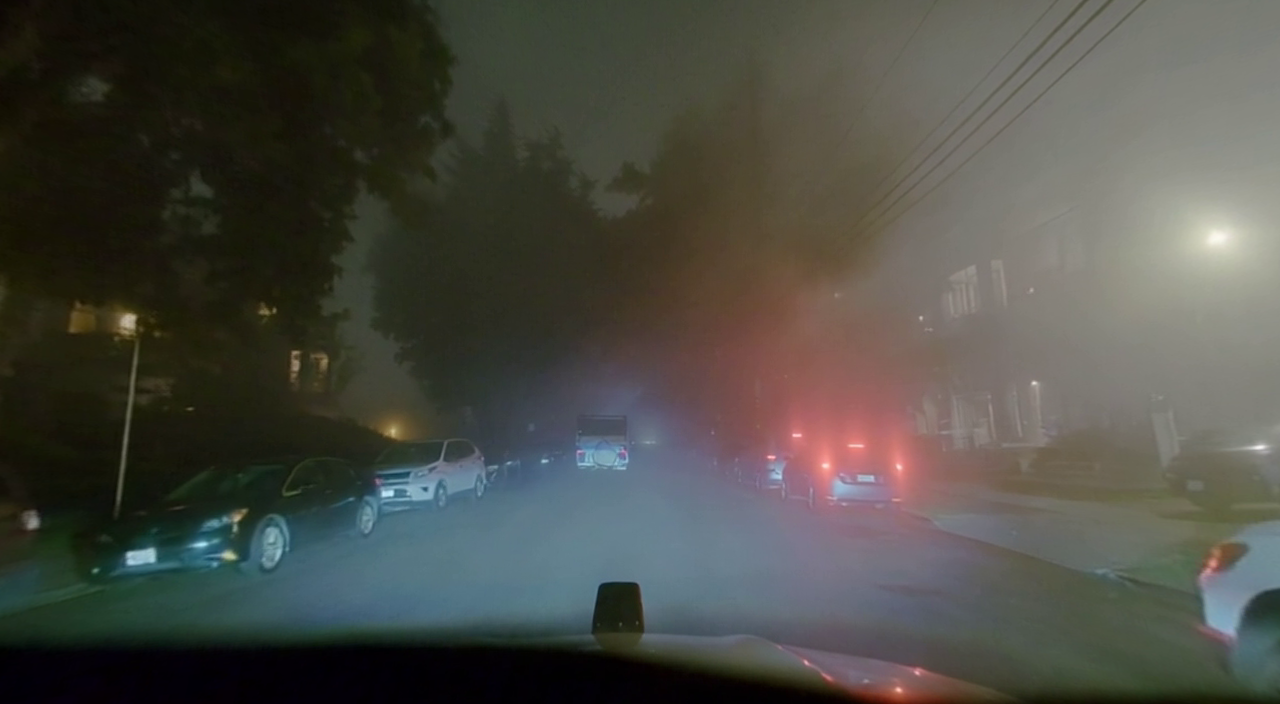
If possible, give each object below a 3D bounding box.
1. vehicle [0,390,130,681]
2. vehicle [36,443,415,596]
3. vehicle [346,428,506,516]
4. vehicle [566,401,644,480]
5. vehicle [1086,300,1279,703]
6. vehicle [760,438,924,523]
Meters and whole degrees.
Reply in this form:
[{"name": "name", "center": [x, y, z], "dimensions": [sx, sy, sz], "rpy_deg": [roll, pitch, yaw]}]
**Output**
[{"name": "vehicle", "center": [-5.091, 0.926, 2.413], "dimensions": [2.203, 1.815, 4.972], "rpy_deg": [0, -8, -2]}, {"name": "vehicle", "center": [-4.937, 1.995, 8.636], "dimensions": [1.861, 1.474, 4.749], "rpy_deg": [0, -8, 2]}, {"name": "vehicle", "center": [-4.987, 2.862, 15.734], "dimensions": [2.002, 1.781, 5.380], "rpy_deg": [0, -8, 1]}, {"name": "vehicle", "center": [-1.267, 3.728, 26.587], "dimensions": [2.716, 2.887, 6.781], "rpy_deg": [0, -8, 2]}, {"name": "vehicle", "center": [3.447, 0.550, 0.804], "dimensions": [2.182, 1.900, 4.779], "rpy_deg": [0, -8, -1]}, {"name": "vehicle", "center": [3.962, 2.566, 13.251], "dimensions": [1.813, 1.468, 4.267], "rpy_deg": [1, -8, -3]}]
